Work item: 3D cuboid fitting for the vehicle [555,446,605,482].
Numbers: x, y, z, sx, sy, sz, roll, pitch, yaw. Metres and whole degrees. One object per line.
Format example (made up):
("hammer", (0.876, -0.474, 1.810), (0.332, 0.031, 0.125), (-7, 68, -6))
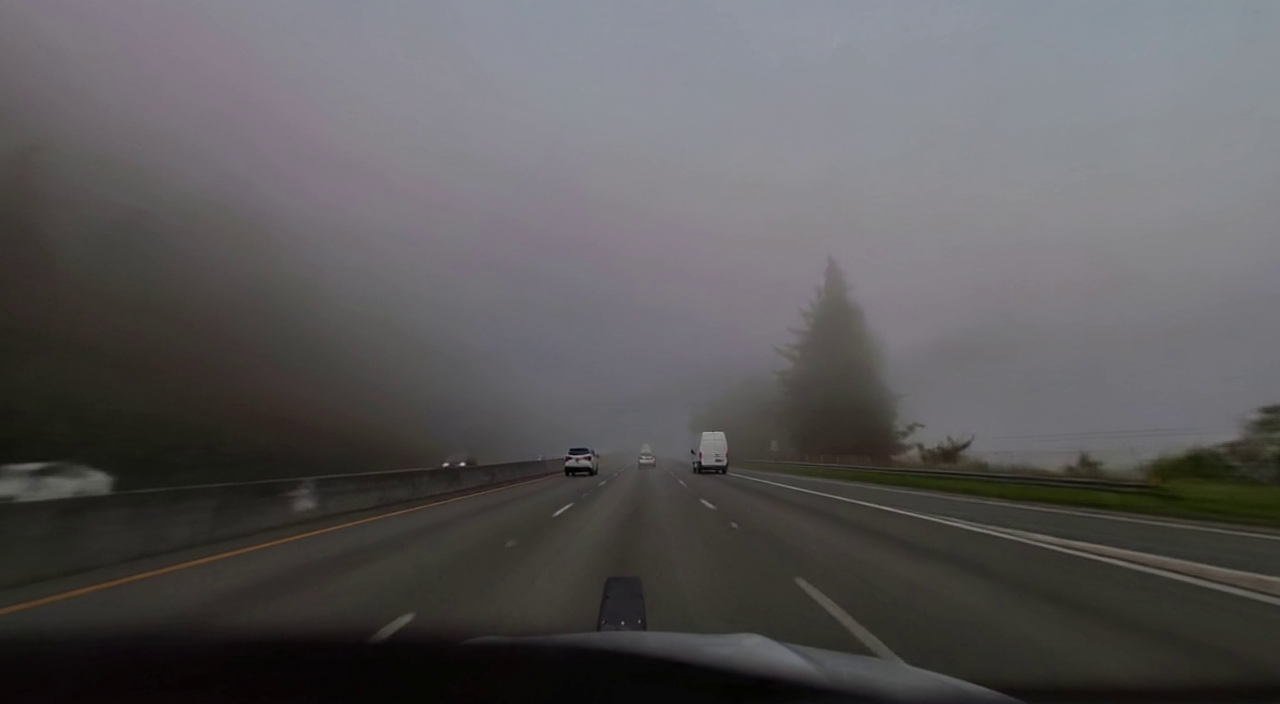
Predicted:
("vehicle", (-2.819, 5.390, 30.621), (1.964, 1.618, 4.489), (0, -9, 1))

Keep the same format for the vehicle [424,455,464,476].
("vehicle", (-15.305, 8.854, 49.325), (1.830, 1.557, 3.942), (0, -9, 1))

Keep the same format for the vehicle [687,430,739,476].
("vehicle", (4.354, 6.167, 38.682), (2.469, 2.591, 5.653), (0, -9, 0))
